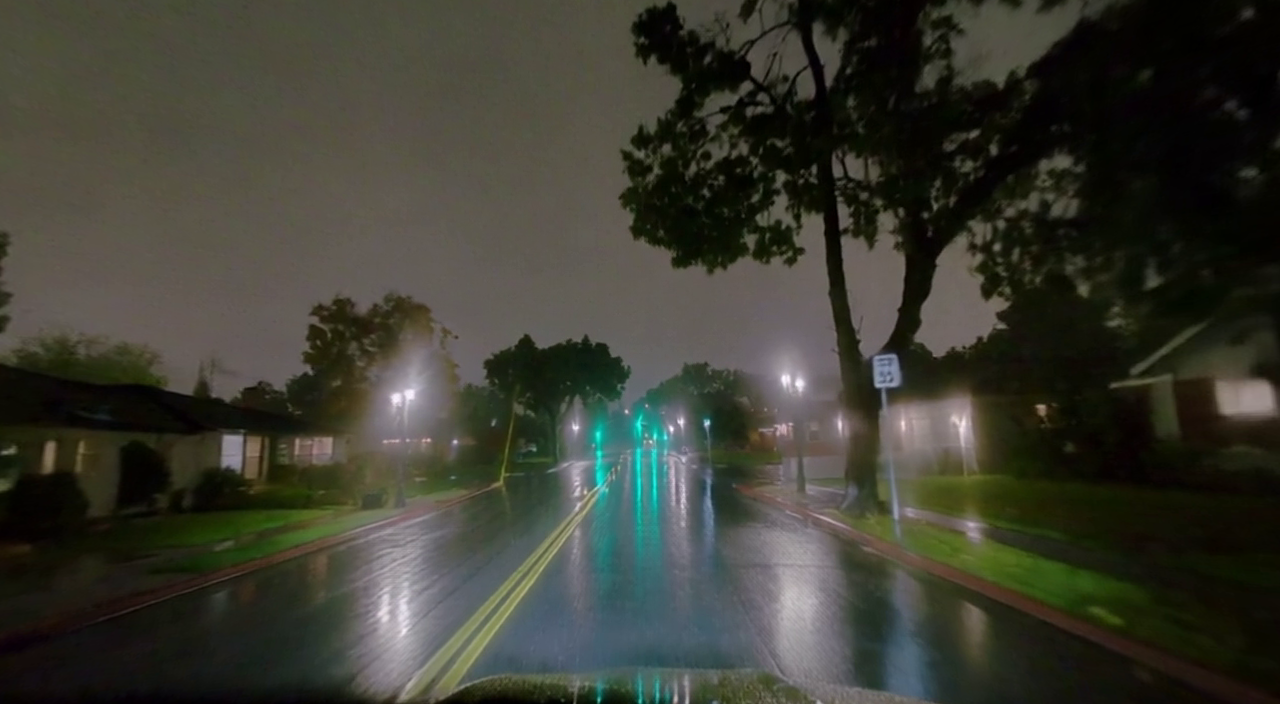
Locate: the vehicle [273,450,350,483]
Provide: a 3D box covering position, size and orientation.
[{"bbox_3d":[-17.707,6.148,34.221,1.903,1.500,4.214,-1,-7,1],"label":"vehicle"}]

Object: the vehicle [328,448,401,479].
[{"bbox_3d":[-14.837,6.022,34.276,1.830,1.495,4.641,0,-8,1],"label":"vehicle"}]
